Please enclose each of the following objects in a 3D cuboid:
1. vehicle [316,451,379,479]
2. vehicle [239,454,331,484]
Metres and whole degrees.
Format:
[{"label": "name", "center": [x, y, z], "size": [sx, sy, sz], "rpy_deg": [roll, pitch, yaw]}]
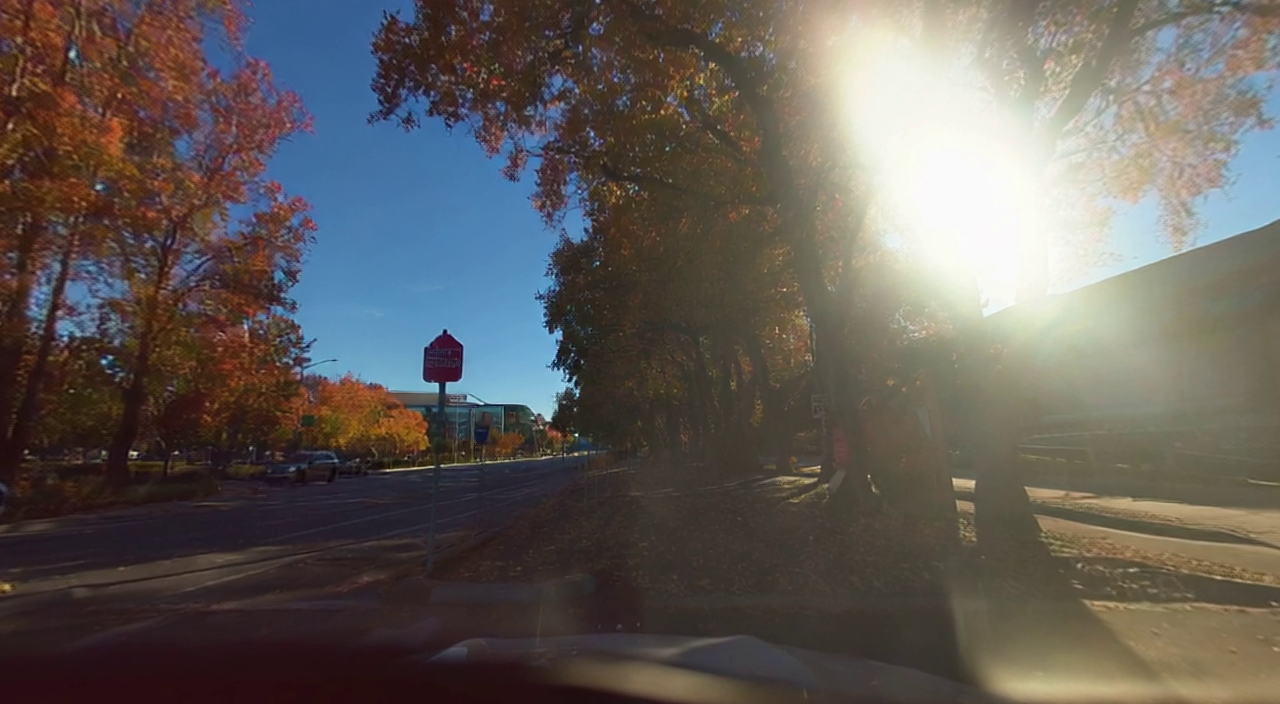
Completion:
[{"label": "vehicle", "center": [-19.474, 7.509, 42.049], "size": [1.902, 1.720, 3.248], "rpy_deg": [-4, -10, 25]}, {"label": "vehicle", "center": [-21.495, 7.078, 38.287], "size": [1.907, 1.644, 4.410], "rpy_deg": [-5, -10, 29]}]
